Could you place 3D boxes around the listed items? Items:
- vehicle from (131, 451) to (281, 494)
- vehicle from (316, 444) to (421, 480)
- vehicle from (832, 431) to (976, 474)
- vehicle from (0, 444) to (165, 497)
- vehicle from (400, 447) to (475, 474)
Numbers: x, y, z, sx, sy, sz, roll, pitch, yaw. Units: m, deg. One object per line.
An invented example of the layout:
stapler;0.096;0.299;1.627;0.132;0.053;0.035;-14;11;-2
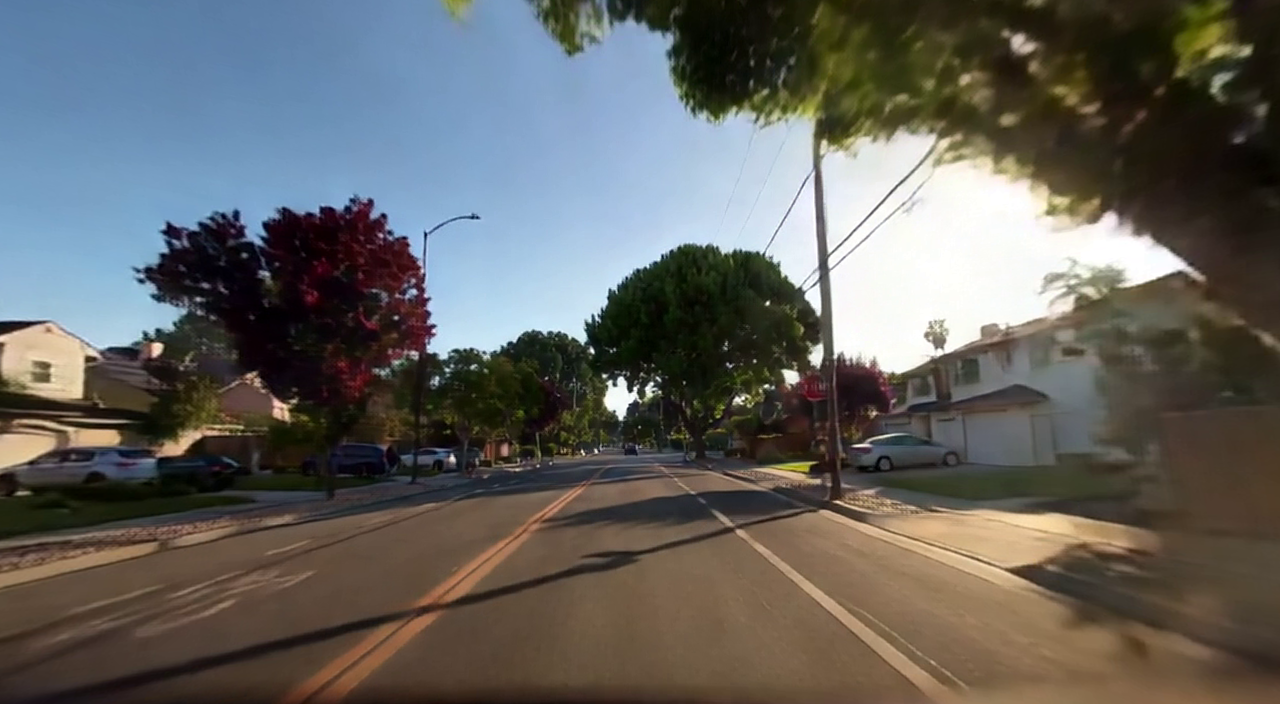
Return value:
vehicle;-16.562;4.609;24.352;4.199;1.510;2.058;2;-8;-10
vehicle;-13.059;5.318;30.651;4.207;1.648;1.956;1;-8;-6
vehicle;10.562;4.036;25.491;4.908;1.537;2.065;0;-8;-7
vehicle;-21.929;4.482;24.163;5.369;1.862;2.338;1;-8;-8
vehicle;-12.454;6.700;39.037;3.927;1.560;2.049;0;-8;-1
